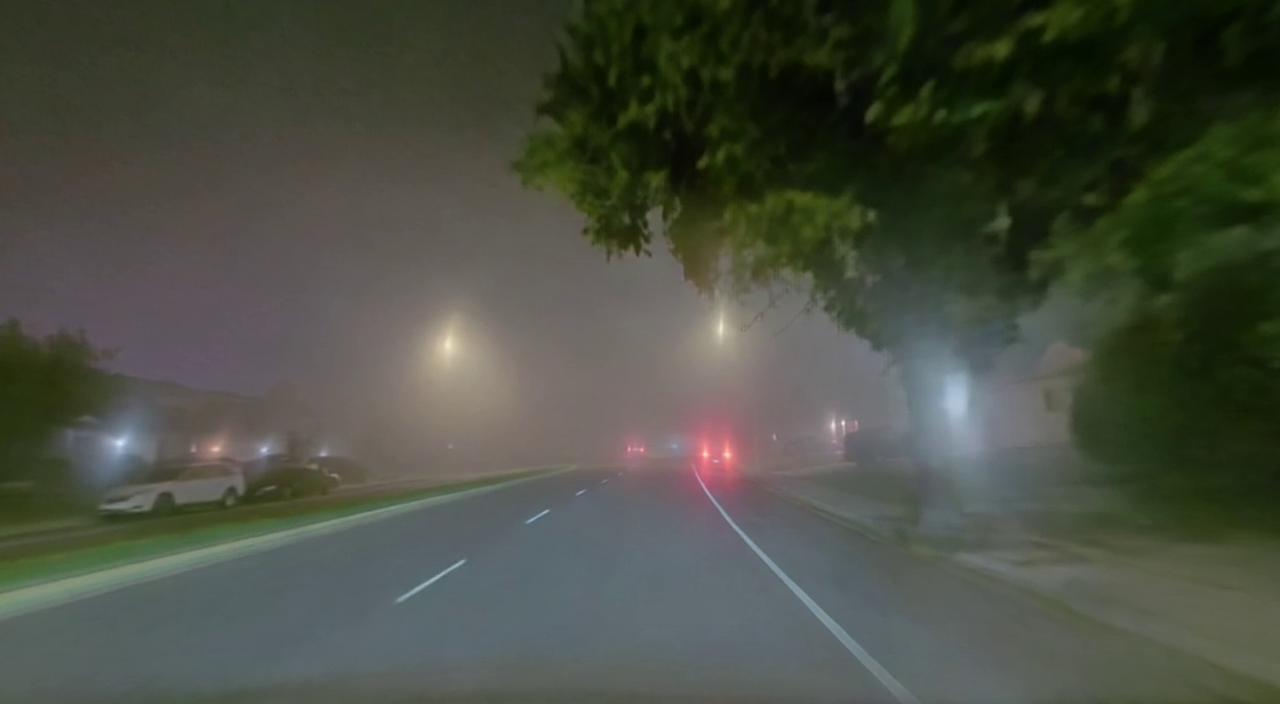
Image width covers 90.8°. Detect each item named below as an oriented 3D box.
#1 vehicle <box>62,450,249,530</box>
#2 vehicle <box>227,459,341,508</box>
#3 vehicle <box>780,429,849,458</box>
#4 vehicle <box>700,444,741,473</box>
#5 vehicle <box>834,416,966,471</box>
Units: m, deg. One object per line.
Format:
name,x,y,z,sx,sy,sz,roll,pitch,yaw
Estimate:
vehicle,-14.213,3.995,18.937,2.009,1.789,4.449,-7,-9,2
vehicle,-13.684,5.051,24.611,1.695,1.423,4.371,-9,-9,3
vehicle,12.866,6.747,46.609,4.591,1.867,2.057,2,-11,-28
vehicle,4.445,5.915,35.367,2.016,1.477,4.207,-1,-8,4
vehicle,10.715,3.795,26.274,4.463,1.765,1.960,-5,-8,-3
